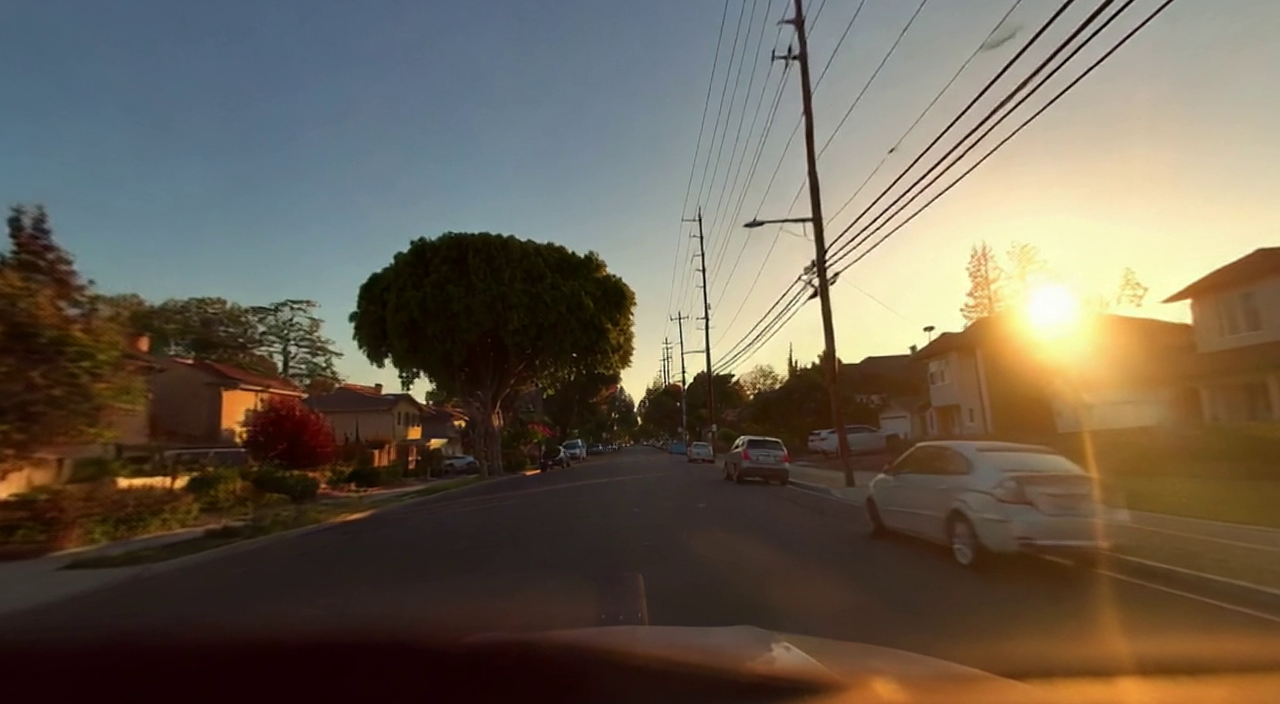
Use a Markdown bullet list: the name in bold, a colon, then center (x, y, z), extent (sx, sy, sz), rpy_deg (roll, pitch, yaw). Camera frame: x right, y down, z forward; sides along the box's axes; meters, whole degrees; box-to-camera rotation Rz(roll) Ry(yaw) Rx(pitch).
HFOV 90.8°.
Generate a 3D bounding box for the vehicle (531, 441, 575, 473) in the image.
- **vehicle**: center (-5.790, 6.986, 42.428), extent (2.213, 1.786, 4.674), rpy_deg (-6, -8, -1)

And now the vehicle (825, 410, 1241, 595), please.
- **vehicle**: center (4.002, 1.616, 7.701), extent (2.016, 1.544, 4.645), rpy_deg (0, -9, -1)

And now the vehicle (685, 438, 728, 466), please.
- **vehicle**: center (4.006, 6.133, 38.849), extent (2.040, 1.640, 4.153), rpy_deg (0, -9, -3)

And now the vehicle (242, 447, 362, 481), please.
- **vehicle**: center (-19.615, 6.511, 36.859), extent (5.746, 1.830, 2.162), rpy_deg (0, -8, -2)

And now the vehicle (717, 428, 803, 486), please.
- **vehicle**: center (3.972, 3.585, 21.805), extent (2.105, 1.755, 4.749), rpy_deg (0, -9, 1)
